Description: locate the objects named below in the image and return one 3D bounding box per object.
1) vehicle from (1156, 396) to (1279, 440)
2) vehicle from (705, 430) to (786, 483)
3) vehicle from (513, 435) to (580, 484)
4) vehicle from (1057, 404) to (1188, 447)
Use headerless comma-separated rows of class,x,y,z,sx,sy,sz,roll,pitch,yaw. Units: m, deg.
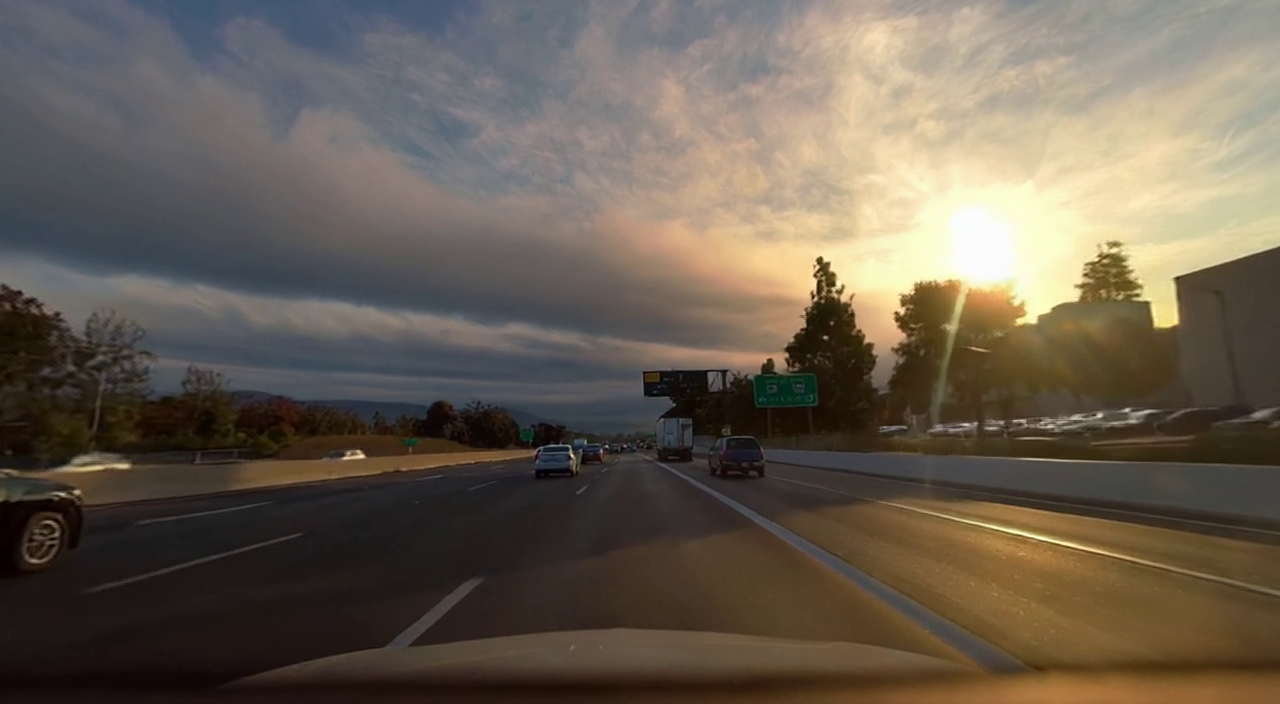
vehicle,29.504,3.286,31.107,5.860,2.005,2.510,0,-8,1
vehicle,3.864,3.944,24.040,2.198,1.807,4.530,0,-8,-2
vehicle,-3.634,4.280,25.433,1.987,1.765,4.508,0,-8,0
vehicle,29.610,4.554,38.907,6.114,2.103,2.336,-2,-11,-5
